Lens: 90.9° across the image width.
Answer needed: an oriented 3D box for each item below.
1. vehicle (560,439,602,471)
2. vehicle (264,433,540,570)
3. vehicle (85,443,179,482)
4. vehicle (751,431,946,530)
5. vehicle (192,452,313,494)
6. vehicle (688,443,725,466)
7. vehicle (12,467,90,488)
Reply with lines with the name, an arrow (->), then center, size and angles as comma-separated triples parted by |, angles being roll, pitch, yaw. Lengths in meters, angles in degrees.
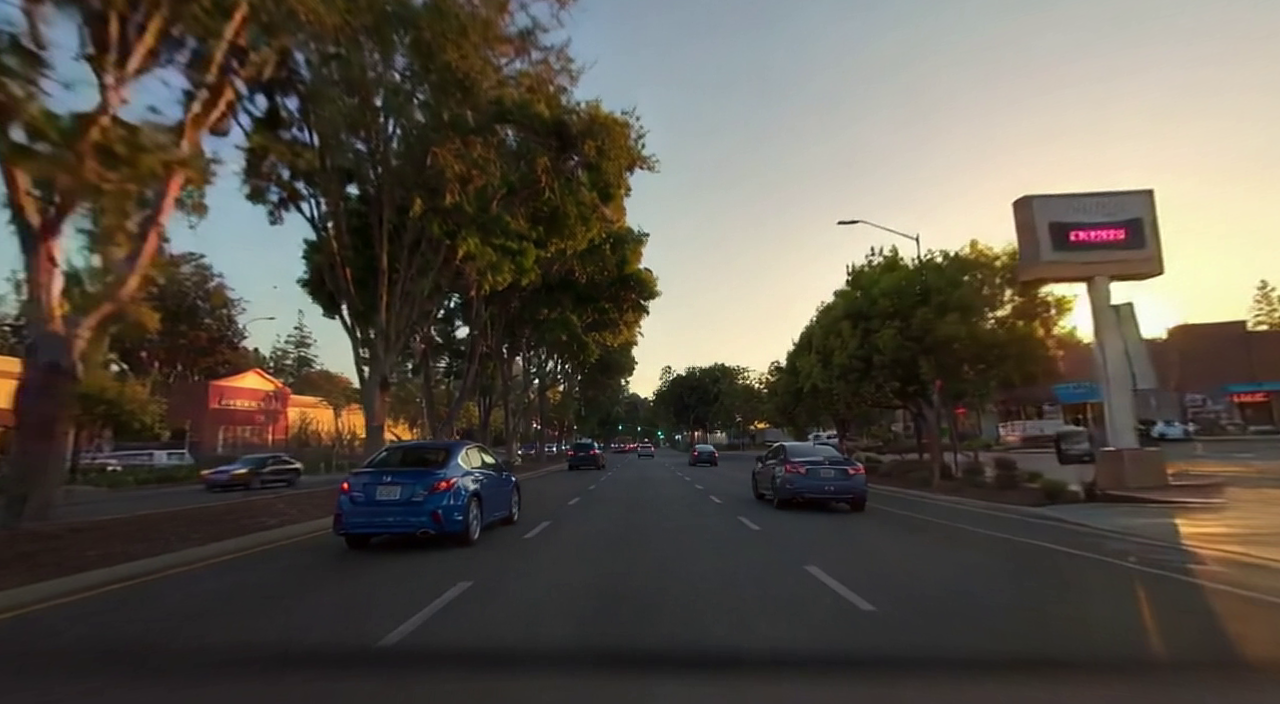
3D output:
vehicle -> -3.349, 5.971, 36.755 | 1.981, 1.731, 4.360 | 0, -8, 1
vehicle -> -2.976, 1.988, 9.337 | 2.082, 1.460, 4.922 | 0, -8, 1
vehicle -> -39.776, 8.647, 49.479 | 5.275, 2.878, 2.410 | -2, -8, 2
vehicle -> 3.594, 2.310, 11.984 | 2.036, 1.480, 4.659 | 0, -8, -1
vehicle -> -15.329, 4.789, 25.317 | 1.858, 1.468, 4.666 | 0, -8, 1
vehicle -> 4.466, 6.985, 43.128 | 1.996, 1.443, 4.270 | 0, -8, -1
vehicle -> -46.058, 9.801, 49.316 | 4.359, 1.456, 1.744 | -1, -9, 2
